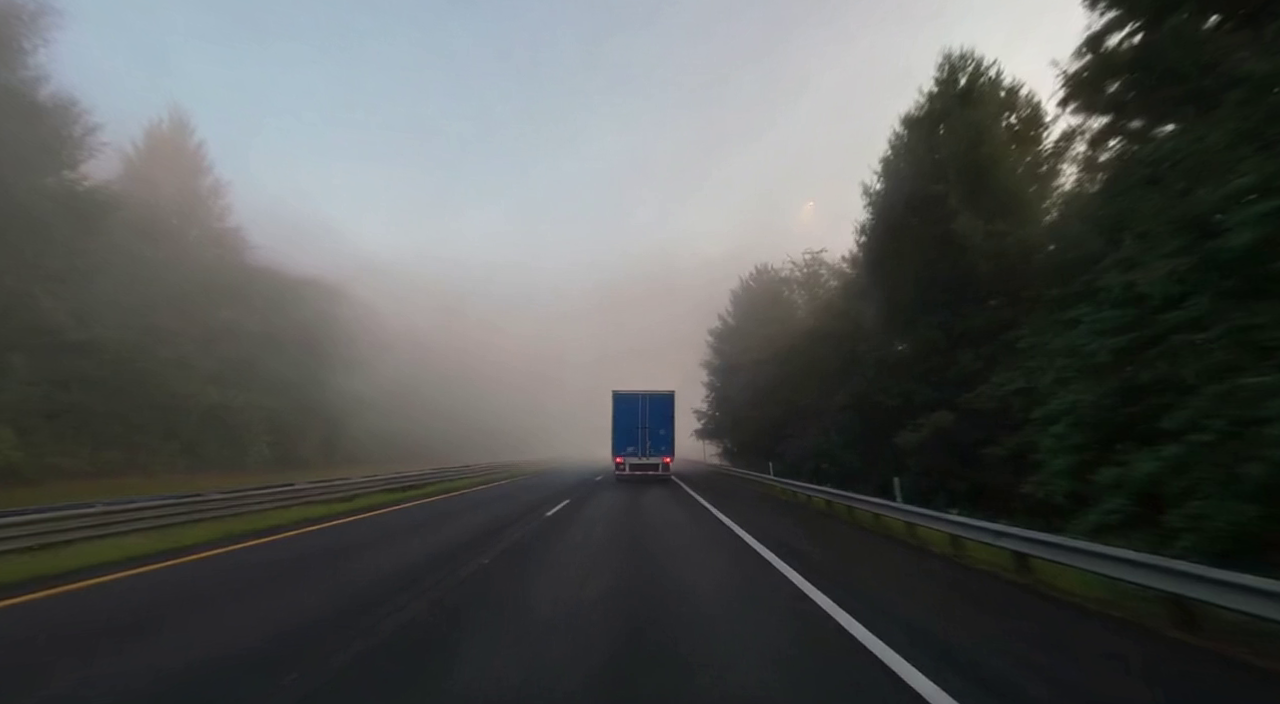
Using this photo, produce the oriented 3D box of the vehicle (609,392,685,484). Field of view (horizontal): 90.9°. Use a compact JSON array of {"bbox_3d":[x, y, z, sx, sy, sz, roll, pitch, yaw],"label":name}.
[{"bbox_3d":[0.091,3.975,28.654,2.913,3.530,8.648,0,-9,-2],"label":"vehicle"}]
